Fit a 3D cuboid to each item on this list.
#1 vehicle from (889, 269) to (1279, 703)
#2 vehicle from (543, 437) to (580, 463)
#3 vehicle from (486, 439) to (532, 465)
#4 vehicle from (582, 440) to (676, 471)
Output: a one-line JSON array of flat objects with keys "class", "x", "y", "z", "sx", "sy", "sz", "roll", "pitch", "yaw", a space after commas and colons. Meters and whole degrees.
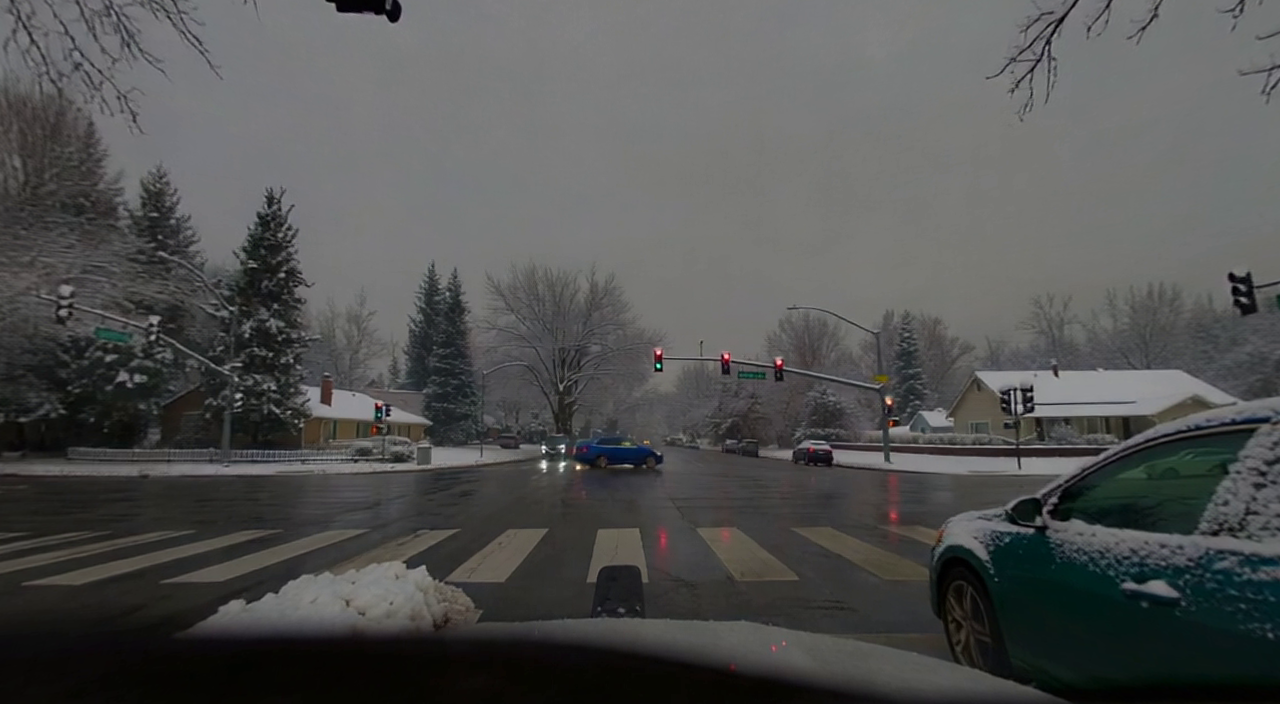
[{"class": "vehicle", "x": 2.705, "y": 0.706, "z": 1.712, "sx": 2.085, "sy": 1.800, "sz": 4.908, "roll": 0, "pitch": -9, "yaw": 1}, {"class": "vehicle", "x": -5.531, "y": 6.980, "z": 44.985, "sx": 2.091, "sy": 1.707, "sz": 4.157, "roll": 0, "pitch": -9, "yaw": 0}, {"class": "vehicle", "x": -8.951, "y": 6.861, "z": 43.622, "sx": 2.028, "sy": 1.654, "sz": 5.027, "roll": 0, "pitch": -9, "yaw": 1}, {"class": "vehicle", "x": -0.512, "y": 5.468, "z": 33.647, "sx": 2.104, "sy": 1.518, "sz": 4.999, "roll": -8, "pitch": -12, "yaw": 43}]
